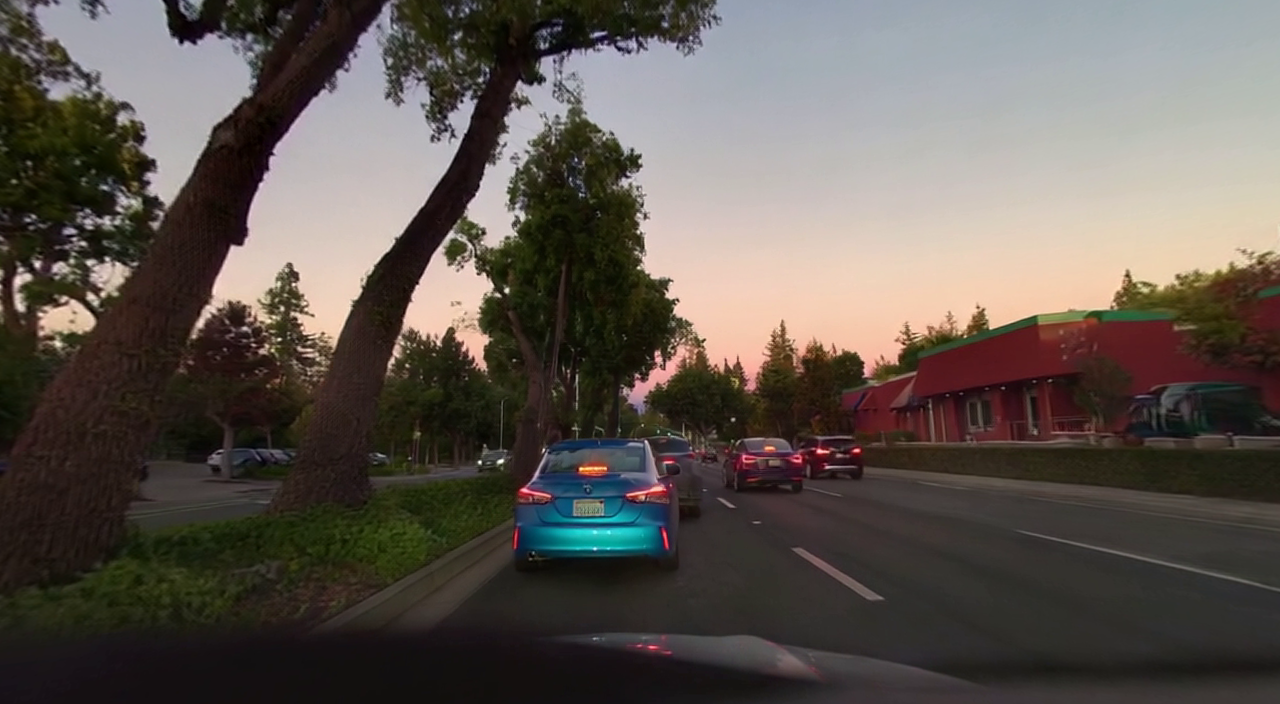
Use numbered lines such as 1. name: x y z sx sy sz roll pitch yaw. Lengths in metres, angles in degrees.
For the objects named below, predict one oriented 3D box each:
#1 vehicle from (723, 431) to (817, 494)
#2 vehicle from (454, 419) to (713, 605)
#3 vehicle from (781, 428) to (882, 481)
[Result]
1. vehicle: 3.751 3.266 18.907 1.946 1.648 4.230 0 -8 0
2. vehicle: -0.488 1.612 7.222 2.111 1.506 4.018 0 -8 -1
3. vehicle: 7.394 4.021 24.915 2.253 1.854 5.409 0 -8 0
